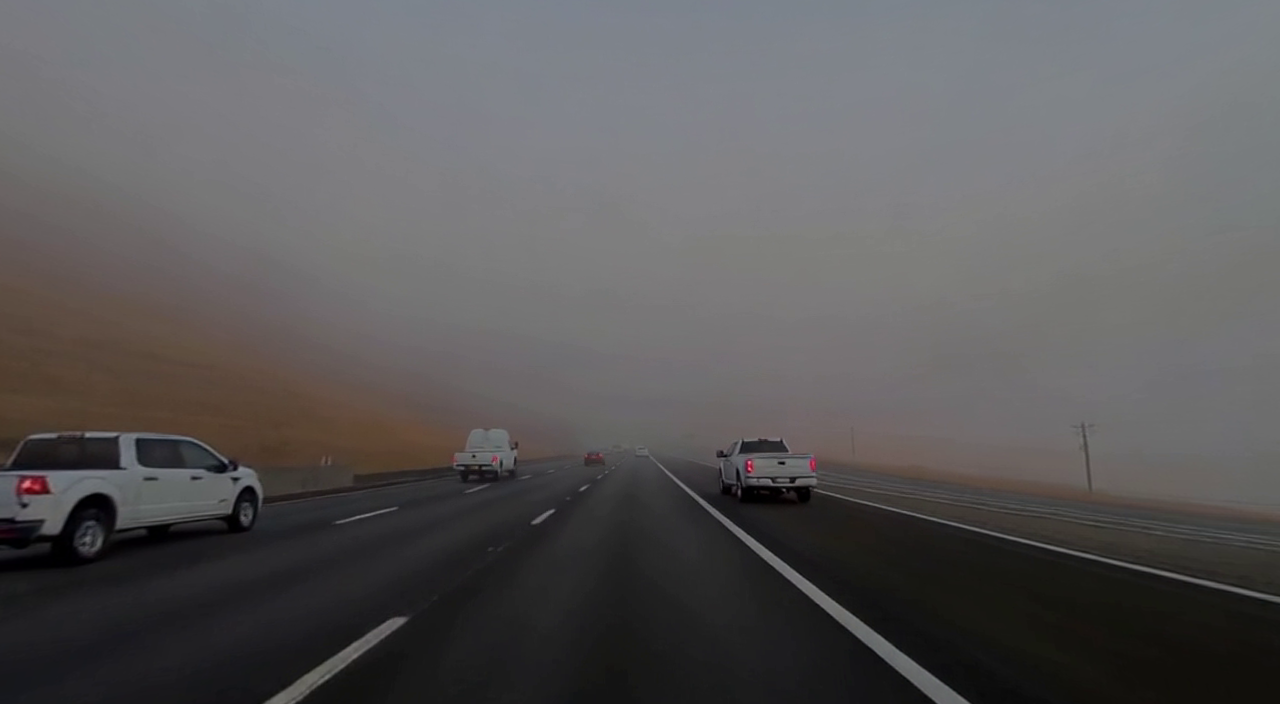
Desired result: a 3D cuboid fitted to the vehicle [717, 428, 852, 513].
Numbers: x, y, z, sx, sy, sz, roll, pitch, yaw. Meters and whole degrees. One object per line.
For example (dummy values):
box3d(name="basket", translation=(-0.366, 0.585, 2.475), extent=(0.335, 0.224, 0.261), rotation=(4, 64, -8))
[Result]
box3d(name="vehicle", translation=(3.378, 2.898, 15.835), extent=(2.231, 1.789, 4.700), rotation=(0, -9, 0))

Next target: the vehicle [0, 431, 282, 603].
box3d(name="vehicle", translation=(-6.830, 1.833, 7.808), extent=(1.935, 1.550, 4.883), rotation=(0, -9, -1))

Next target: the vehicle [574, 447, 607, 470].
box3d(name="vehicle", translation=(-3.486, 7.584, 44.999), extent=(2.009, 1.593, 4.378), rotation=(0, -9, -1))

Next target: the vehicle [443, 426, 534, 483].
box3d(name="vehicle", translation=(-7.363, 5.141, 31.753), extent=(2.937, 2.509, 7.090), rotation=(0, -9, -1))
